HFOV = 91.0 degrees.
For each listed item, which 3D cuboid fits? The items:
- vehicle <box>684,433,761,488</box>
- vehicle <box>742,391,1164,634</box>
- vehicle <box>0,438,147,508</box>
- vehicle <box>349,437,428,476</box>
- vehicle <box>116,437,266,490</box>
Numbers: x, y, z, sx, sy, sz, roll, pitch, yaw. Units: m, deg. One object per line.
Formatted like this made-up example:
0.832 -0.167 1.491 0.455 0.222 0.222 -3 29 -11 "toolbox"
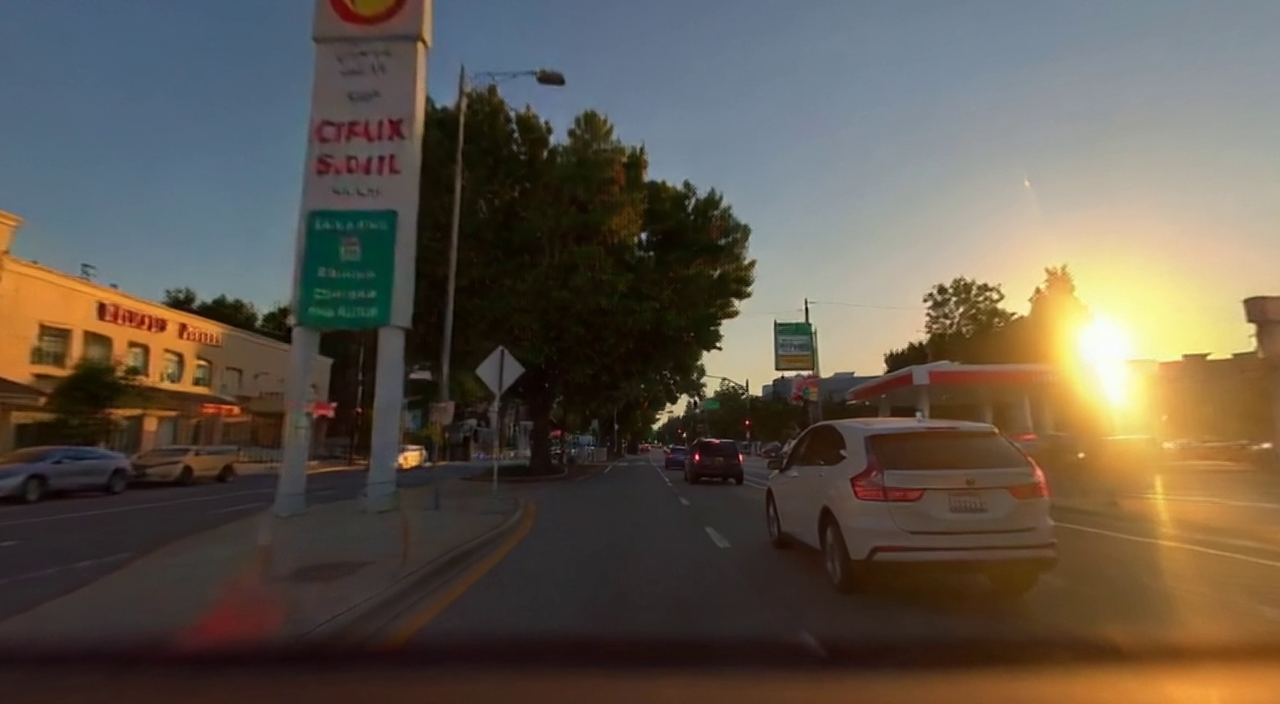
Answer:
2.722 3.688 21.768 1.999 1.679 4.217 0 -8 -1 "vehicle"
2.632 1.495 6.986 2.183 1.720 4.842 0 -8 0 "vehicle"
-17.921 3.516 18.834 2.129 1.843 5.067 0 -8 1 "vehicle"
-13.407 5.582 33.936 2.097 1.912 4.828 0 -8 2 "vehicle"
-17.784 4.420 25.375 2.263 1.887 5.170 0 -8 -1 "vehicle"
